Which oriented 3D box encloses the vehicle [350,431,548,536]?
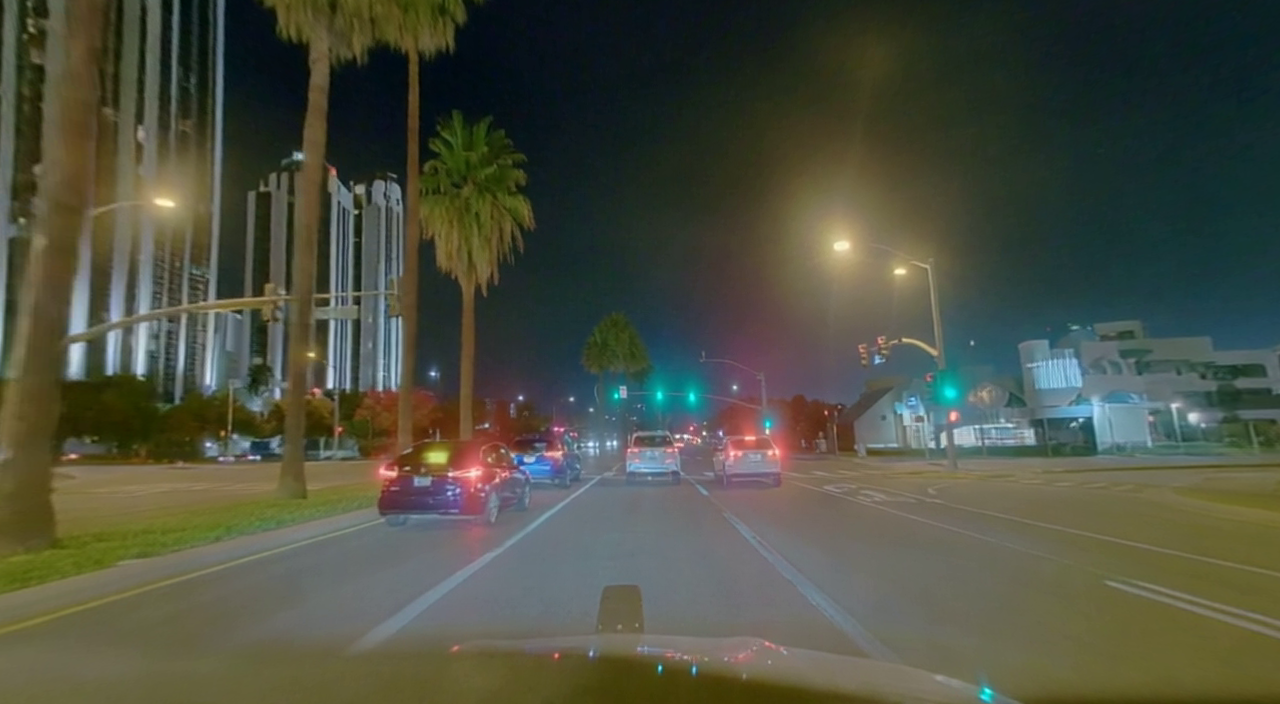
[{"bbox_3d":[-3.063,2.228,11.353,1.962,1.480,4.605,-1,-9,2],"label":"vehicle"}]

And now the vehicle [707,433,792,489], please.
[{"bbox_3d":[3.347,3.429,20.123,1.936,1.567,3.896,0,-9,-1],"label":"vehicle"}]

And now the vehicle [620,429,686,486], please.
[{"bbox_3d":[0.433,3.605,21.754,2.060,1.730,4.257,0,-9,1],"label":"vehicle"}]
